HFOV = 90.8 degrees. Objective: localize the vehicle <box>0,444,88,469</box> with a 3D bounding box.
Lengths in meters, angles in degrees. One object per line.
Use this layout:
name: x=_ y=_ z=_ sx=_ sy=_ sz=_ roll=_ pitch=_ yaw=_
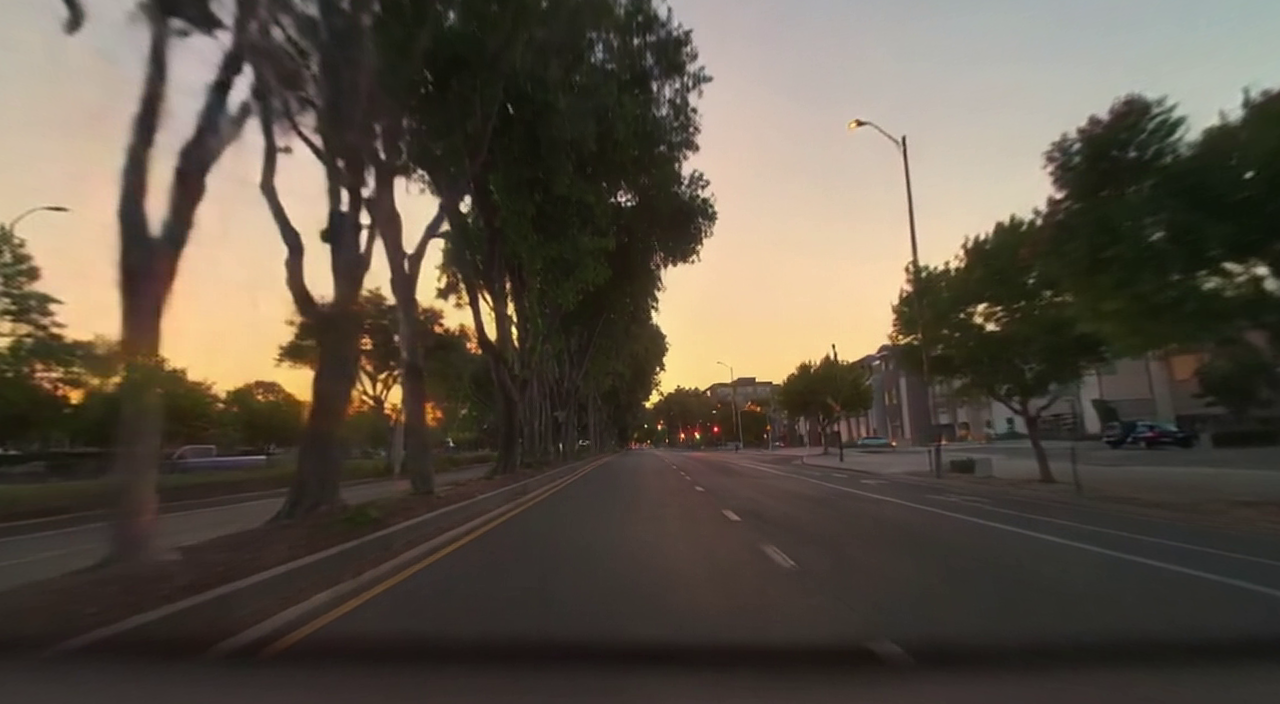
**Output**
vehicle: x=-38.611 y=6.771 z=41.085 sx=1.913 sy=1.545 sz=4.055 roll=1 pitch=-8 yaw=-4
